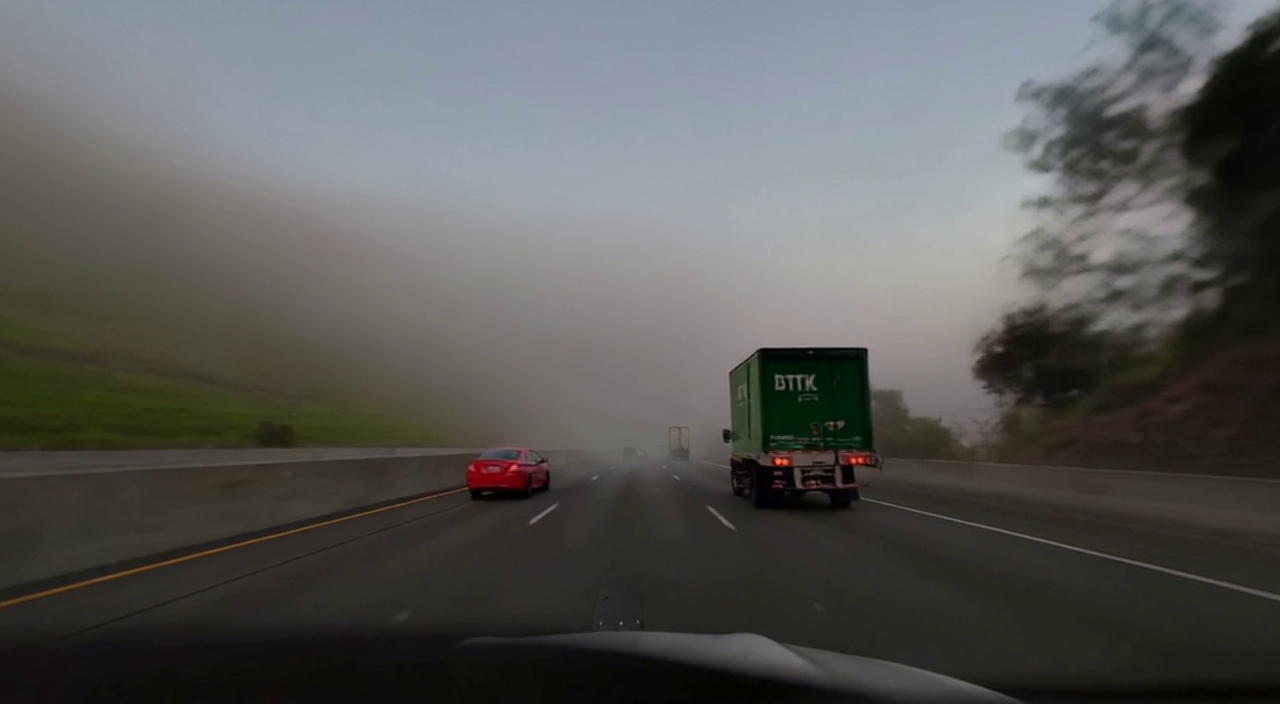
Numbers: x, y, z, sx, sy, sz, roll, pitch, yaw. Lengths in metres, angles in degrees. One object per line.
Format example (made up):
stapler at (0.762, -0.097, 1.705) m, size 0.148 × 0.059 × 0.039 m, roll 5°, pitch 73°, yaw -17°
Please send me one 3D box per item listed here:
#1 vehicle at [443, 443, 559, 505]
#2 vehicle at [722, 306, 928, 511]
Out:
vehicle at (-3.745, 3.403, 18.099) m, size 2.060 × 1.475 × 5.314 m, roll 0°, pitch -9°, yaw 1°
vehicle at (4.003, 1.548, 15.575) m, size 2.999 × 4.023 × 6.337 m, roll 0°, pitch -9°, yaw -1°
